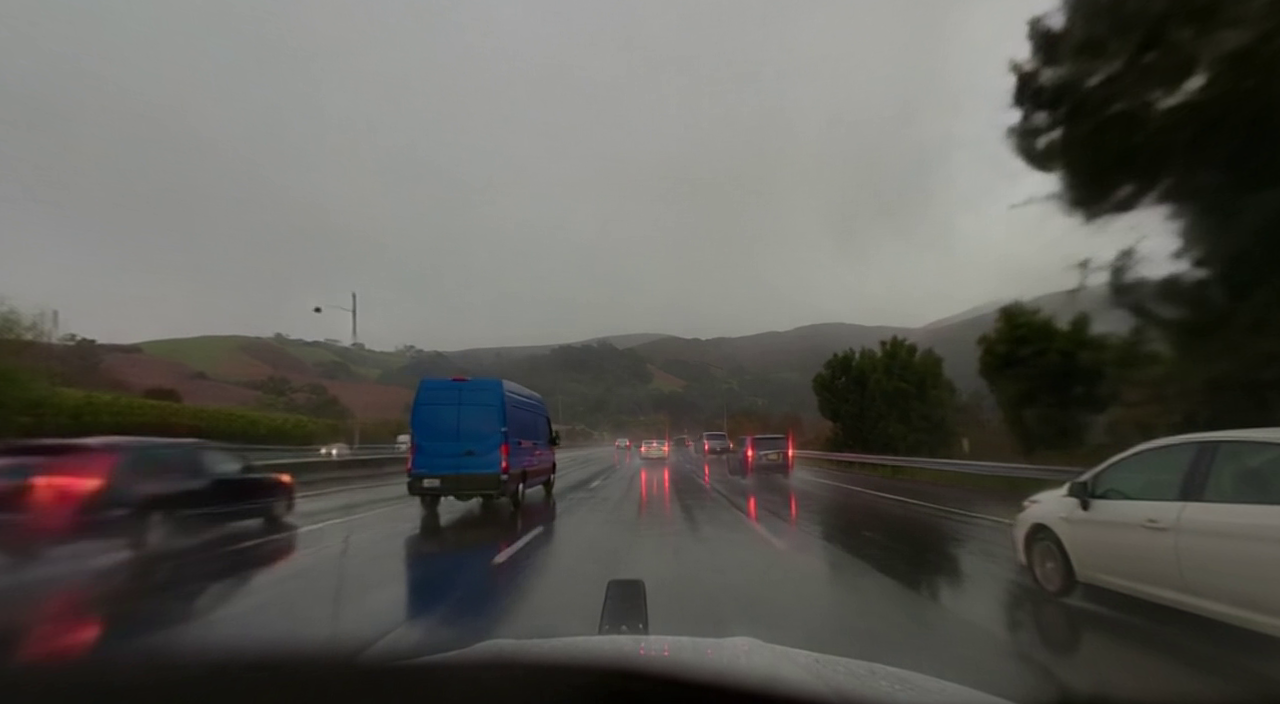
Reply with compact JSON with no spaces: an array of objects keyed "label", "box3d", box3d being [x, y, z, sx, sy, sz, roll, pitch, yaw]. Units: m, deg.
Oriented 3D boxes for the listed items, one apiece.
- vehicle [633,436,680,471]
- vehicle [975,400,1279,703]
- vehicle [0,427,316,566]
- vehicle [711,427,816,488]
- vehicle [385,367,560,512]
[{"label":"vehicle","box3d":[0.715,4.743,29.670,2.054,1.504,3.890,0,-8,0]},{"label":"vehicle","box3d":[4.193,1.060,3.650,2.050,1.491,4.362,0,-8,-1]},{"label":"vehicle","box3d":[-6.865,1.900,9.087,1.964,1.487,4.417,-1,-8,1]},{"label":"vehicle","box3d":[3.693,3.249,19.711,2.270,1.660,4.101,0,-8,-2]},{"label":"vehicle","box3d":[-3.465,2.031,14.622,2.396,2.664,5.735,-1,-8,1]}]
